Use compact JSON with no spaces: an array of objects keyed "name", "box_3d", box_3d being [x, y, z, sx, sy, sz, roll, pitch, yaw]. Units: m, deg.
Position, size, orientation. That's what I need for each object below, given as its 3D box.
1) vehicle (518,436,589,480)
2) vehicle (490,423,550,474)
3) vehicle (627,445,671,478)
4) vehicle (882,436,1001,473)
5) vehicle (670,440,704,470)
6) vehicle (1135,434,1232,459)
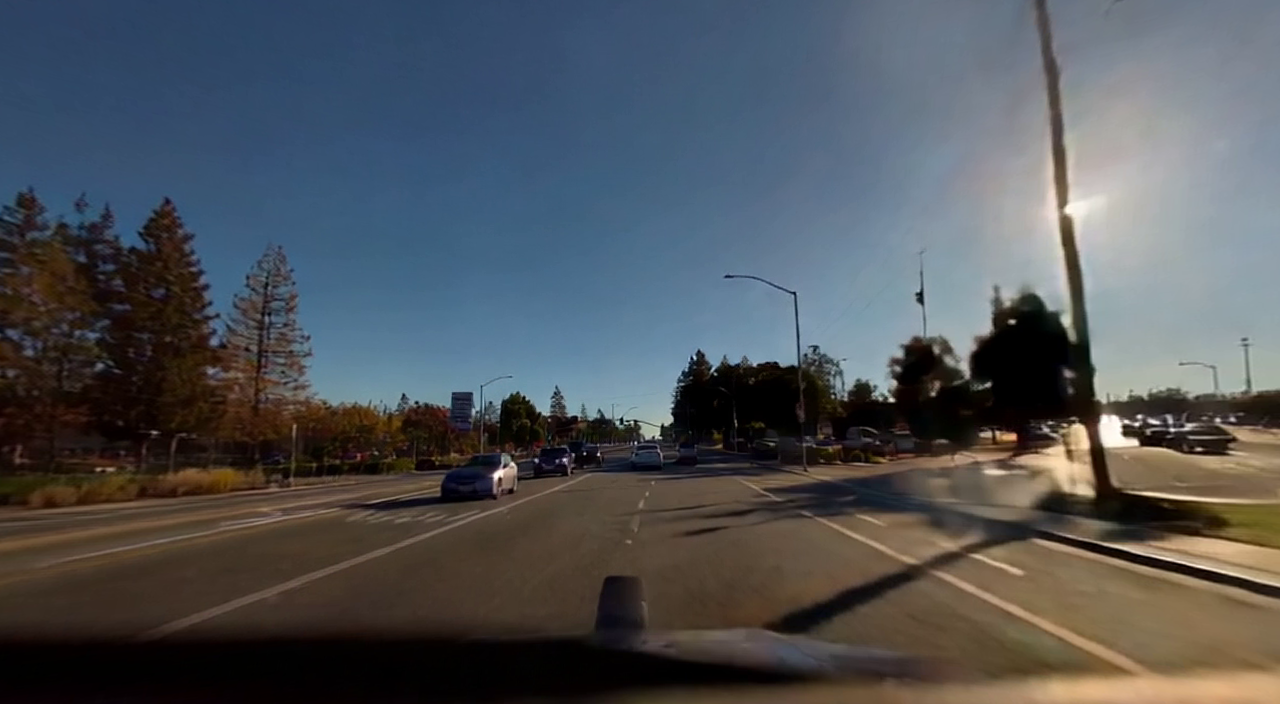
[{"name":"vehicle","box_3d":[-3.994,5.036,30.390,2.298,1.905,5.777,-1,-8,3]},{"name":"vehicle","box_3d":[-7.317,5.993,39.328,2.251,2.944,5.835,-1,-8,3]},{"name":"vehicle","box_3d":[0.435,5.102,29.695,1.917,1.418,3.987,0,-8,1]},{"name":"vehicle","box_3d":[18.143,6.201,39.161,2.618,1.565,11.353,-4,-7,4]},{"name":"vehicle","box_3d":[2.956,6.540,40.293,2.046,1.768,4.370,0,-8,3]},{"name":"vehicle","box_3d":[32.147,5.612,37.416,4.202,1.432,1.934,1,-9,-7]}]
